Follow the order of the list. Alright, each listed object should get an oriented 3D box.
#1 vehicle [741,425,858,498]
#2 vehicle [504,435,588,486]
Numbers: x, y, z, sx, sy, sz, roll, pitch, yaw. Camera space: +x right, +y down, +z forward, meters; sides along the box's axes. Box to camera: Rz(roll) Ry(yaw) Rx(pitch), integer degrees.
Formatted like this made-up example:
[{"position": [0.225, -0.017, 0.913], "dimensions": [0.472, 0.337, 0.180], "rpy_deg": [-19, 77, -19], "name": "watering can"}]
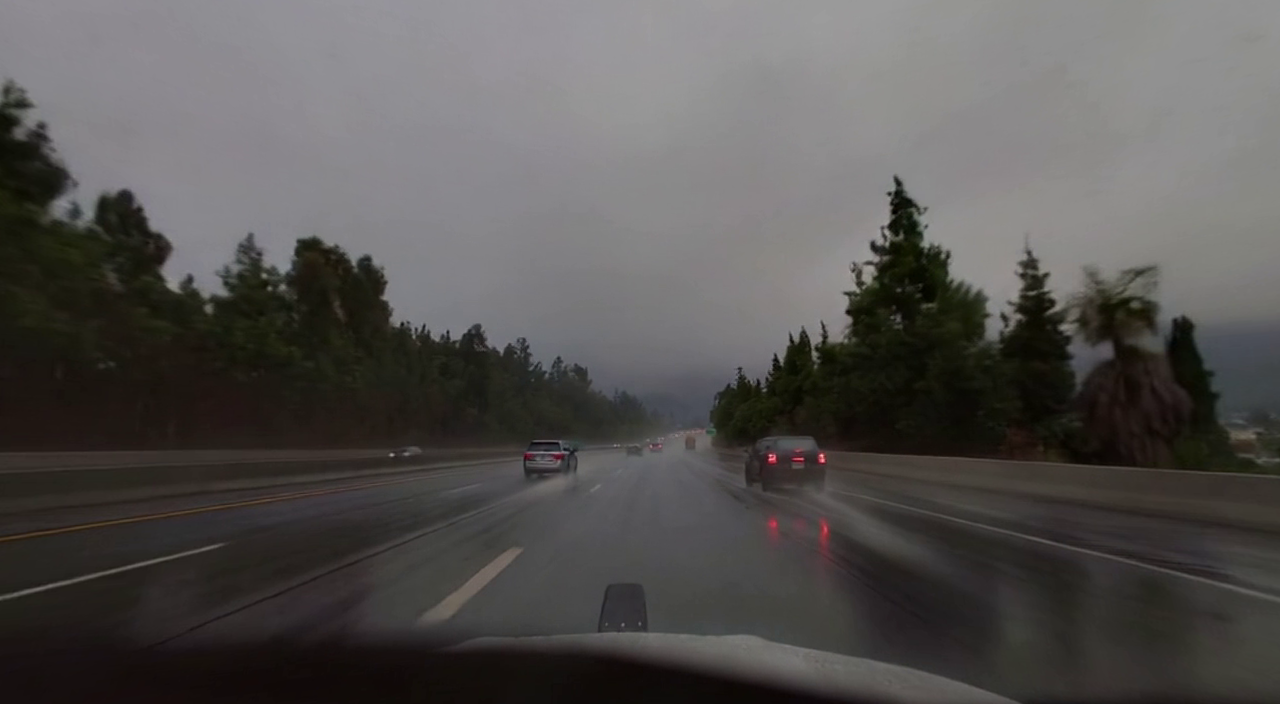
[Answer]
[{"position": [4.324, 3.053, 17.866], "dimensions": [2.149, 1.796, 4.487], "rpy_deg": [0, -8, 0], "name": "vehicle"}, {"position": [-3.177, 3.776, 22.222], "dimensions": [2.166, 1.608, 4.297], "rpy_deg": [0, -8, 2], "name": "vehicle"}]
